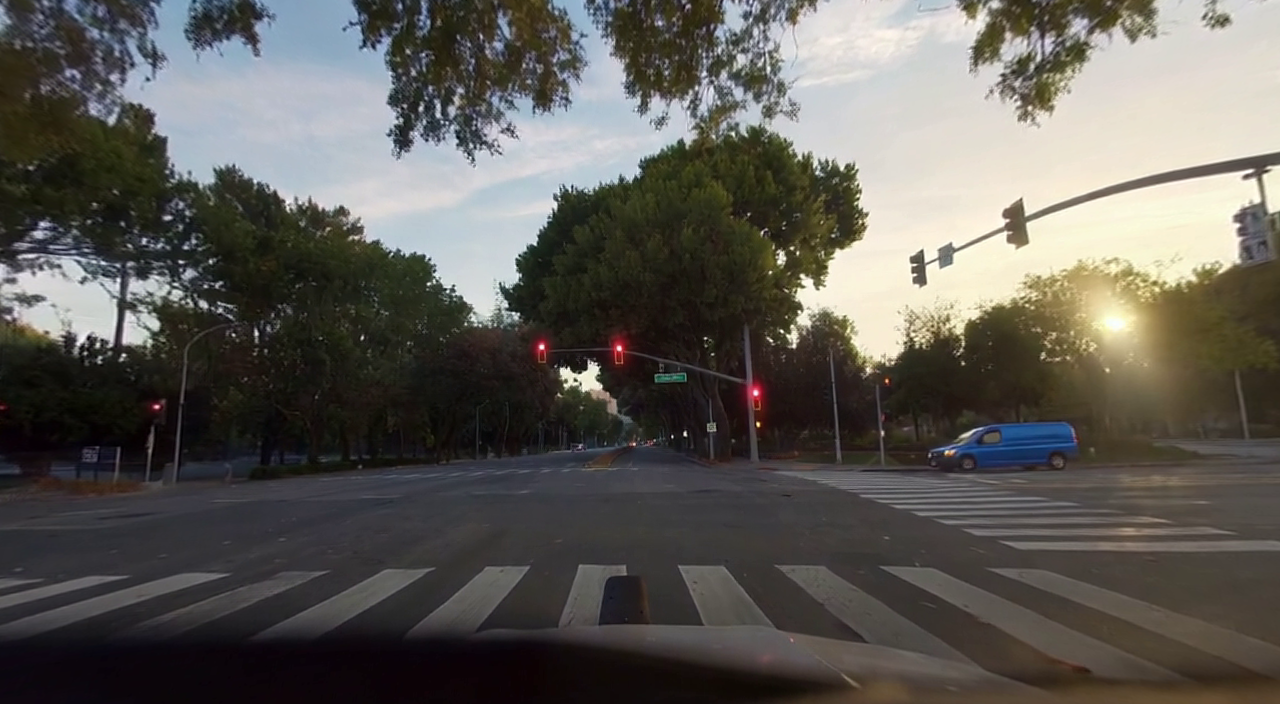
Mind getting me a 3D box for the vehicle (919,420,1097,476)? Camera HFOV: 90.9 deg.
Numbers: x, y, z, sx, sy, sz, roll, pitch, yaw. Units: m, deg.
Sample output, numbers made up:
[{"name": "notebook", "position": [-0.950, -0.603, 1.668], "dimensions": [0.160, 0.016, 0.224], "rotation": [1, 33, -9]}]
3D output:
[{"name": "vehicle", "position": [12.421, 3.271, 21.517], "dimensions": [4.790, 1.798, 1.909], "rotation": [0, -8, 1]}]
